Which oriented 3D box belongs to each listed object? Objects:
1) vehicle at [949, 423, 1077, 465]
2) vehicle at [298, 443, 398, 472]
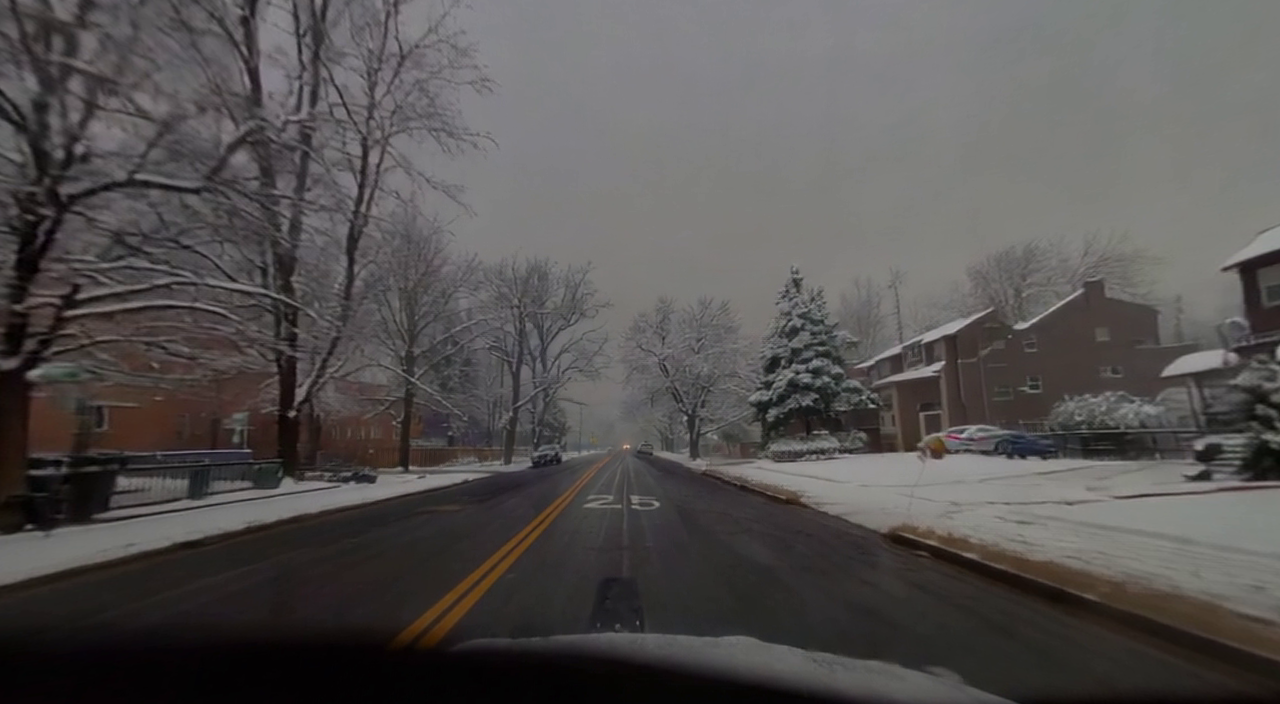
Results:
[{"bbox_3d":[15.845,3.933,26.987,4.198,1.697,1.984,1,-9,-5],"label":"vehicle"},{"bbox_3d":[-15.455,5.625,33.657,4.388,1.449,1.882,0,-9,-3],"label":"vehicle"}]
